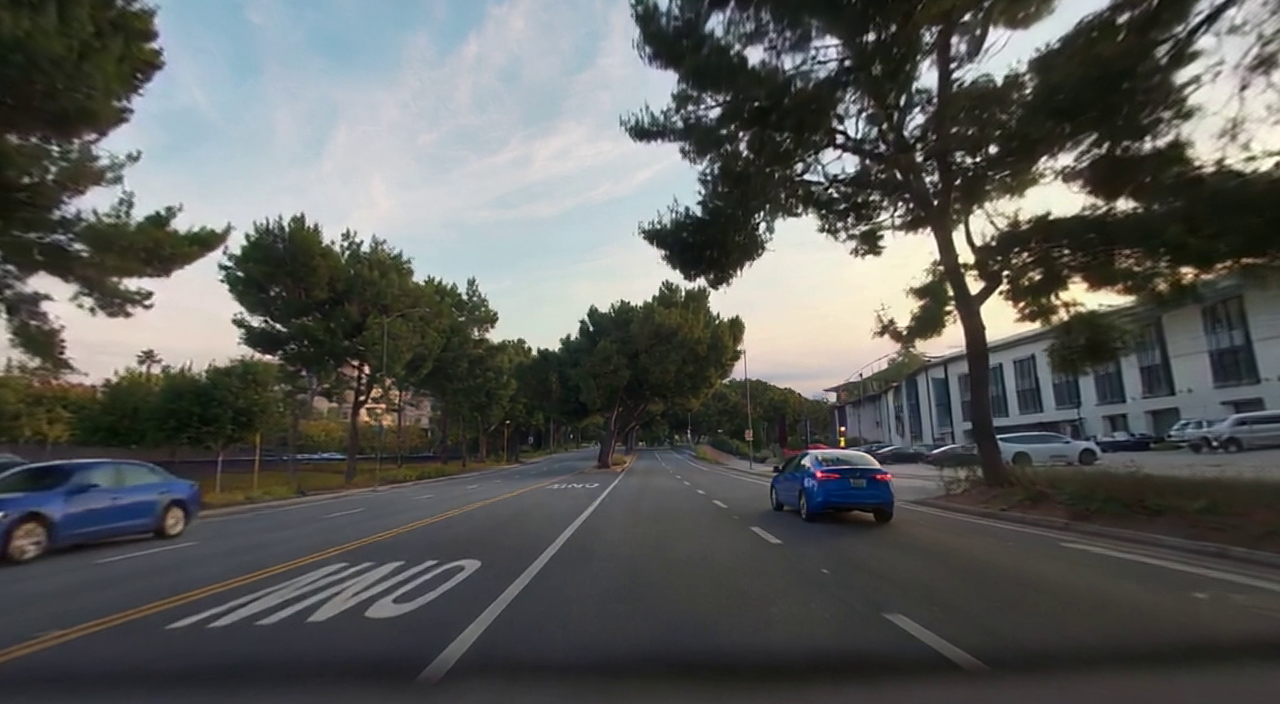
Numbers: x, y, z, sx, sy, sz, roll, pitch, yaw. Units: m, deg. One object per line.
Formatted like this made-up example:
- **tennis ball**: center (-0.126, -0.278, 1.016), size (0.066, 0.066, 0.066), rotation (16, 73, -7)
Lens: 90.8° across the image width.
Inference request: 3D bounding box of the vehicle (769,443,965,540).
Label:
- **vehicle**: center (4.034, 2.535, 12.204), size (2.114, 1.493, 4.430), rotation (0, -9, 0)

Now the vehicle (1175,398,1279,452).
- **vehicle**: center (30.022, 3.581, 30.538), size (2.279, 2.416, 6.795), rotation (0, -9, -1)

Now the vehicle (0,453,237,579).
- **vehicle**: center (-9.509, 2.582, 10.837), size (1.937, 1.624, 4.913), rotation (0, -9, 0)

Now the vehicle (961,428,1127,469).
- **vehicle**: center (19.151, 4.605, 30.255), size (6.156, 1.801, 2.491), rotation (-1, -9, 2)

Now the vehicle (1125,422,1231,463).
- **vehicle**: center (34.606, 5.851, 40.899), size (2.369, 2.475, 5.128), rotation (0, -8, 2)
